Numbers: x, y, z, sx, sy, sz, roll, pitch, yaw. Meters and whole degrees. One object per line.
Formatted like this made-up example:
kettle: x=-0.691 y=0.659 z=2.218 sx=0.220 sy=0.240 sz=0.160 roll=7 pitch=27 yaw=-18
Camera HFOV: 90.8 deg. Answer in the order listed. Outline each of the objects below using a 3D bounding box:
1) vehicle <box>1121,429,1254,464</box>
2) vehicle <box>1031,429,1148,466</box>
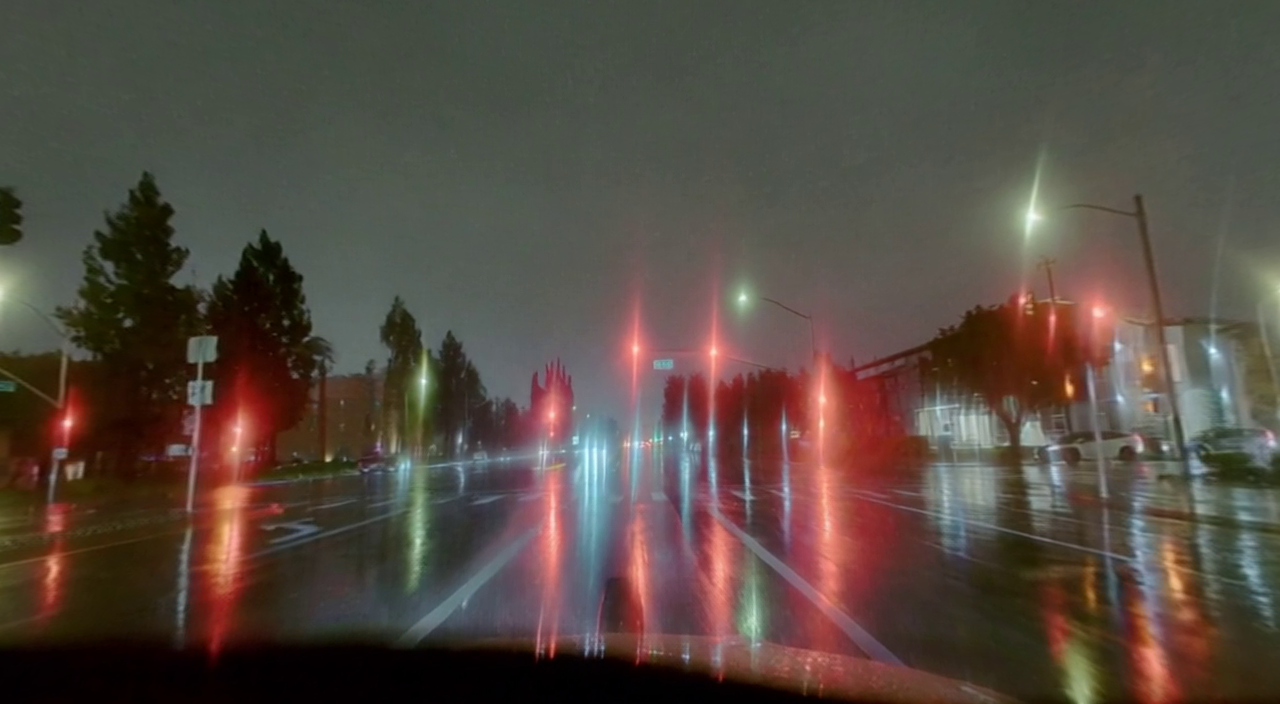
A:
vehicle: x=27.321 y=4.727 z=31.621 sx=4.910 sy=1.644 sz=2.032 roll=0 pitch=-9 yaw=-4
vehicle: x=22.091 y=4.692 z=31.144 sx=4.323 sy=1.746 sz=1.872 roll=0 pitch=-9 yaw=-3
